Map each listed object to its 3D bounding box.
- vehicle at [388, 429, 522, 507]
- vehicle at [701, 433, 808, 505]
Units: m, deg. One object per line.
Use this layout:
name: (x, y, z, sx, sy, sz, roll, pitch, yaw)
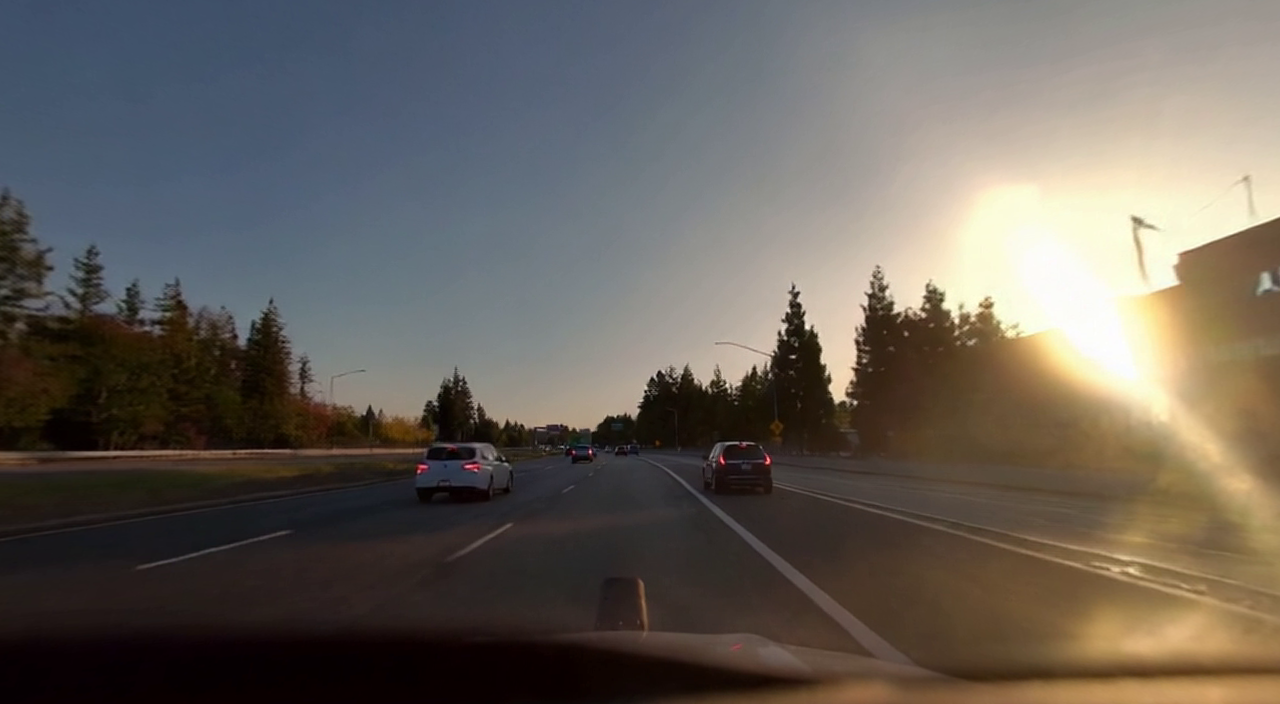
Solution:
vehicle: (-4.715, 3.030, 16.985, 2.176, 1.779, 4.755, 0, -8, 0)
vehicle: (2.919, 3.074, 17.123, 1.997, 1.686, 4.247, 0, -8, -1)
